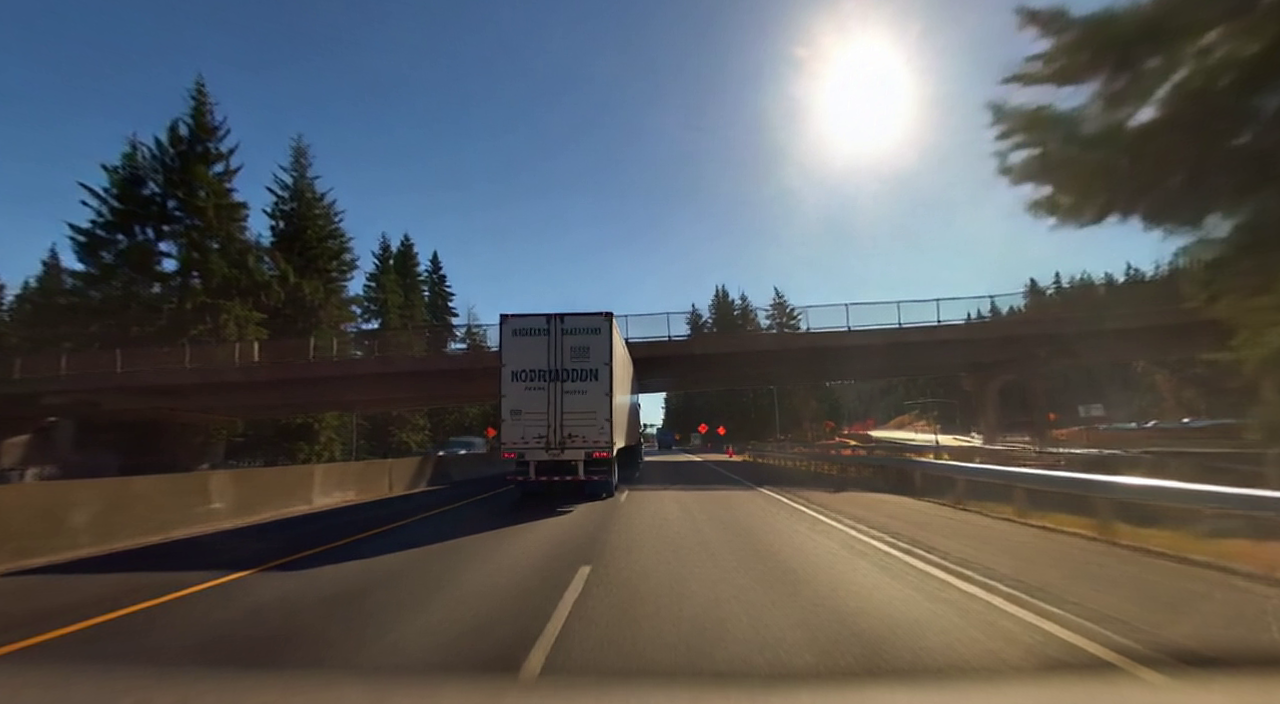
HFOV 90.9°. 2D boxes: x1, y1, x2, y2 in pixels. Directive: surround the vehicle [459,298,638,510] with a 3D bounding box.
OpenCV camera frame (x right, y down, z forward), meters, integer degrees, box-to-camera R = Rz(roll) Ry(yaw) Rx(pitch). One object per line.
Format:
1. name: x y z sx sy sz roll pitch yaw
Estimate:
1. vehicle: -1.733 2.158 20.154 2.873 4.060 16.327 0 -9 2
